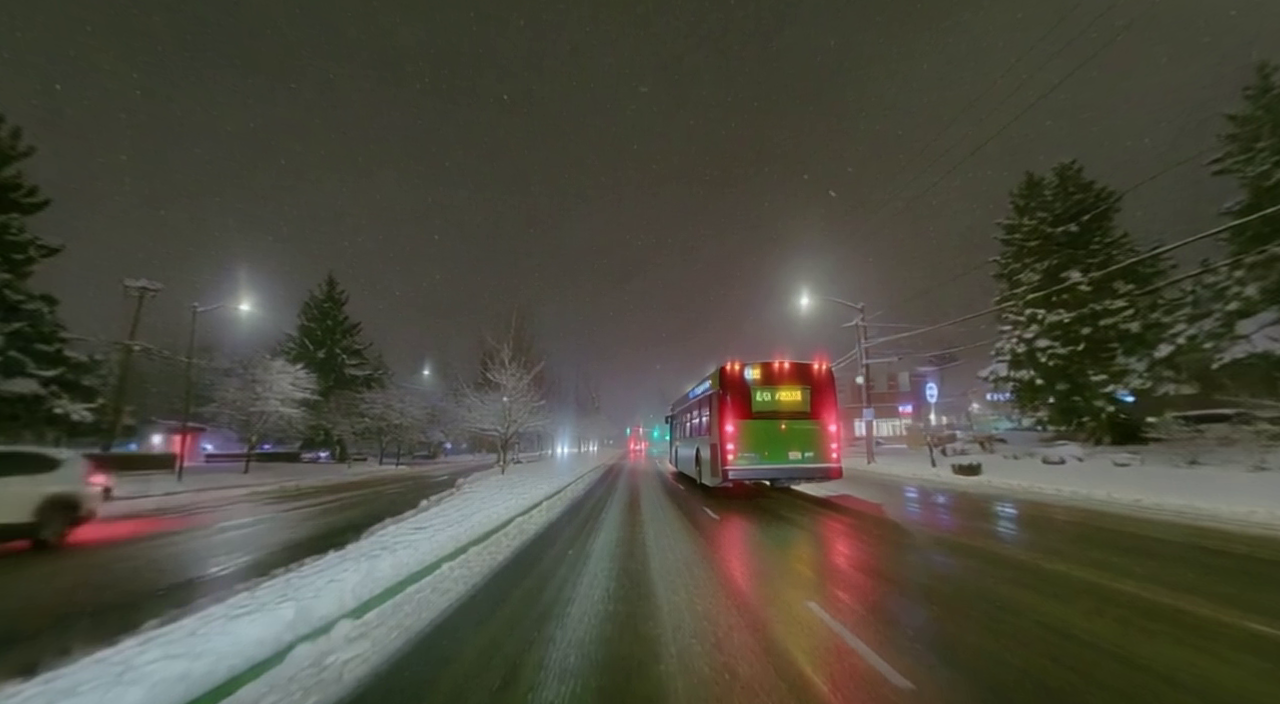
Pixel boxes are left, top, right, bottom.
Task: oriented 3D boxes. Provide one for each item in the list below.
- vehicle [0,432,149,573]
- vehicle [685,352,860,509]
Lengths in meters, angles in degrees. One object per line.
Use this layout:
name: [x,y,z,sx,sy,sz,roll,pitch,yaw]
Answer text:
vehicle: [-8.661,1.798,7.558,2.170,1.657,4.327,0,-8,-4]
vehicle: [3.110,2.313,17.965,2.766,3.306,9.281,0,-8,-1]
